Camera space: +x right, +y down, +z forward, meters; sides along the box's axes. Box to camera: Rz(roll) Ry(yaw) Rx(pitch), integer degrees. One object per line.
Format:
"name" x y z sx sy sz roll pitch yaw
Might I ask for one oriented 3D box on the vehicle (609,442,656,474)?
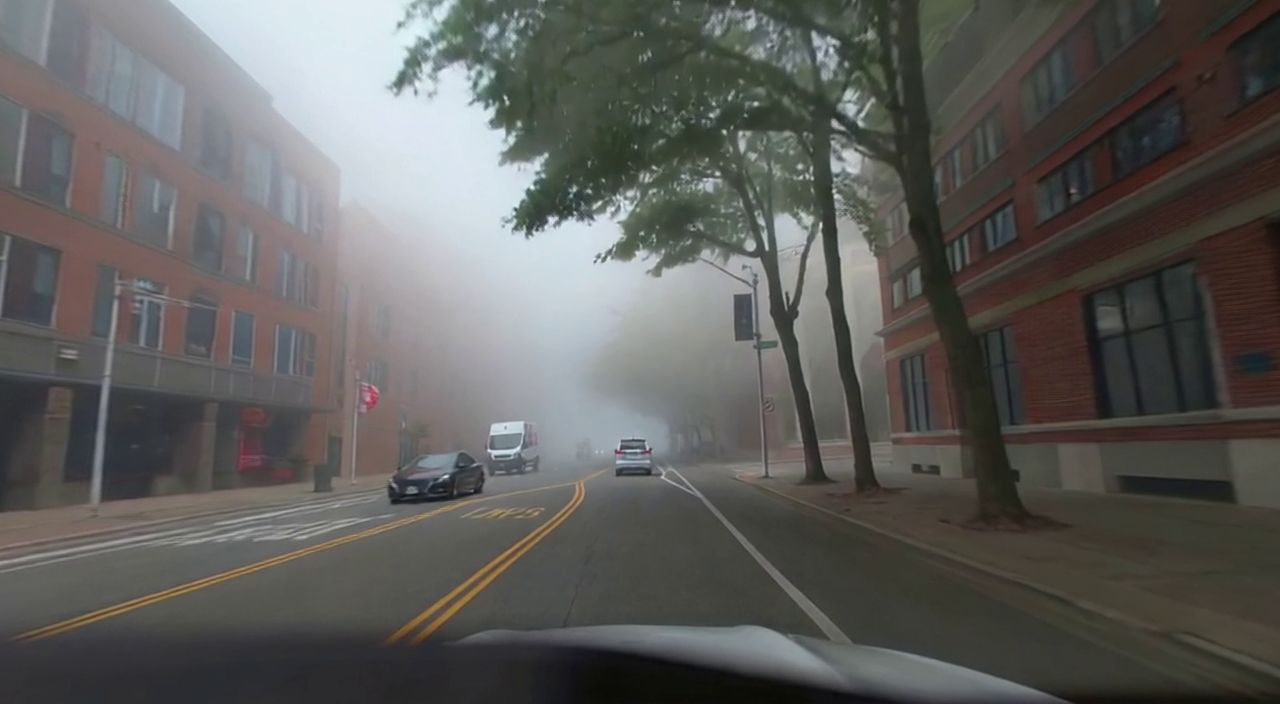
"vehicle" -0.368 5.685 34.124 2.356 1.572 4.810 0 -9 1

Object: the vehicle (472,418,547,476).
"vehicle" -7.527 5.652 37.511 2.754 3.065 7.103 0 -9 1

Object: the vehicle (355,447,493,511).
"vehicle" -5.696 3.379 17.368 2.039 1.484 4.391 -1 -9 3
